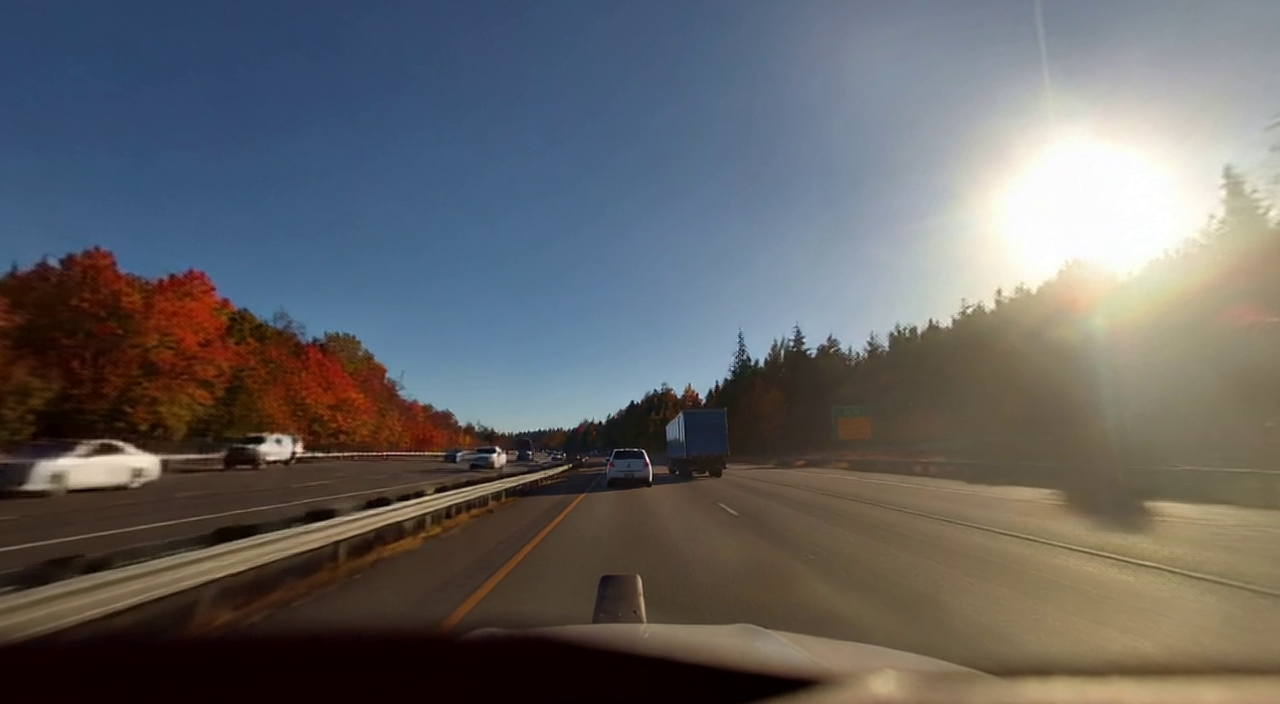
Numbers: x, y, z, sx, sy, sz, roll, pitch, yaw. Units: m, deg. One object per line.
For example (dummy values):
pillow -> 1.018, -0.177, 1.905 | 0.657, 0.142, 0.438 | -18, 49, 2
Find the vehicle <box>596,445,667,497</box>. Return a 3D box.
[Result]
vehicle -> -0.315, 3.888, 20.792 | 2.099, 1.506, 4.097 | 0, -9, -2

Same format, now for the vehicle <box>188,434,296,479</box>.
vehicle -> -18.357, 4.861, 29.247 | 2.064, 1.914, 4.660 | 0, -9, -2

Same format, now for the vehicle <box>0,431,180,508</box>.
vehicle -> -13.544, 2.721, 14.830 | 1.953, 1.544, 4.444 | -1, -9, -1

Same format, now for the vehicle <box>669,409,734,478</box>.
vehicle -> 3.918, 6.584, 43.973 | 2.900, 4.013, 14.455 | 0, -10, -1

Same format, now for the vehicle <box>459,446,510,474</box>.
vehicle -> -9.189, 6.378, 37.333 | 1.979, 1.523, 4.461 | 0, -9, -1
